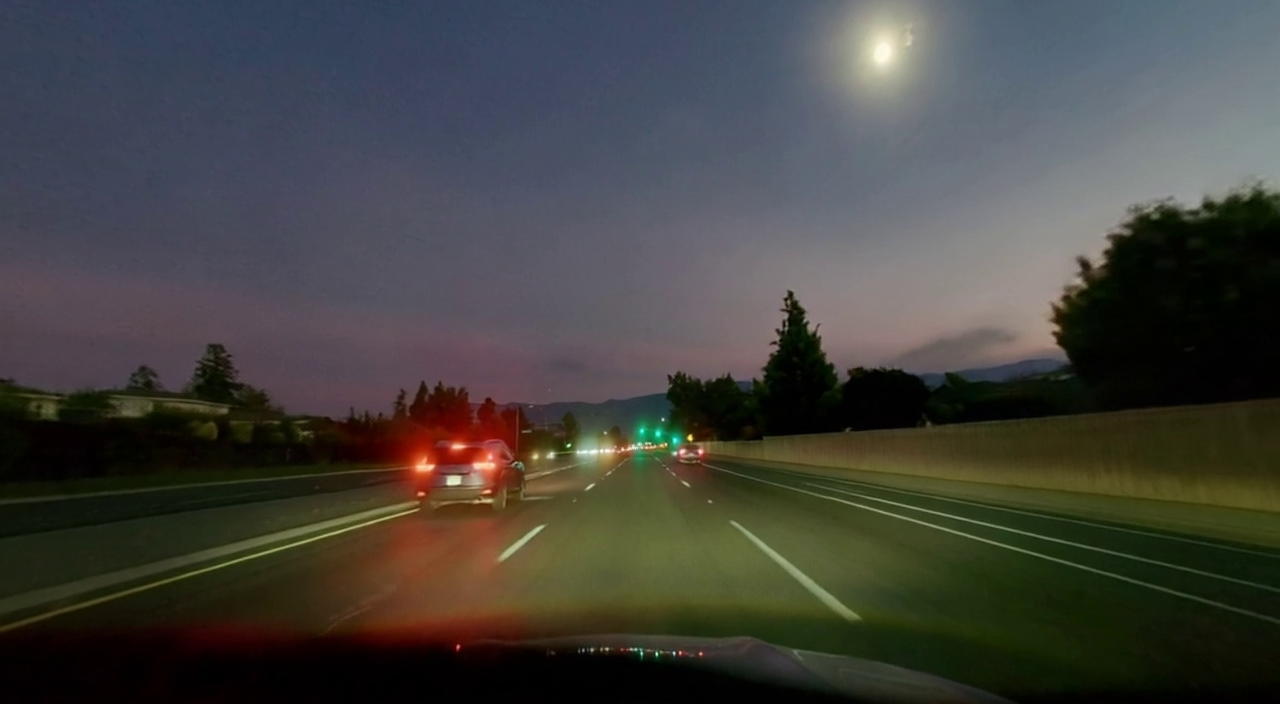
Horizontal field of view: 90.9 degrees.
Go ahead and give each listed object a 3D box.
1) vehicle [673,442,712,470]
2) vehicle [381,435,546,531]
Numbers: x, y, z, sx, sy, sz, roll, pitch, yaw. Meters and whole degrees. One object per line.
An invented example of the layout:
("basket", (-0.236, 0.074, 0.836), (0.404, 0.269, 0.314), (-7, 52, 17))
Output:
("vehicle", (3.432, 6.903, 42.088), (2.114, 1.780, 4.445), (0, -8, -1))
("vehicle", (-3.193, 2.455, 12.471), (1.966, 1.524, 4.410), (0, -8, 0))
